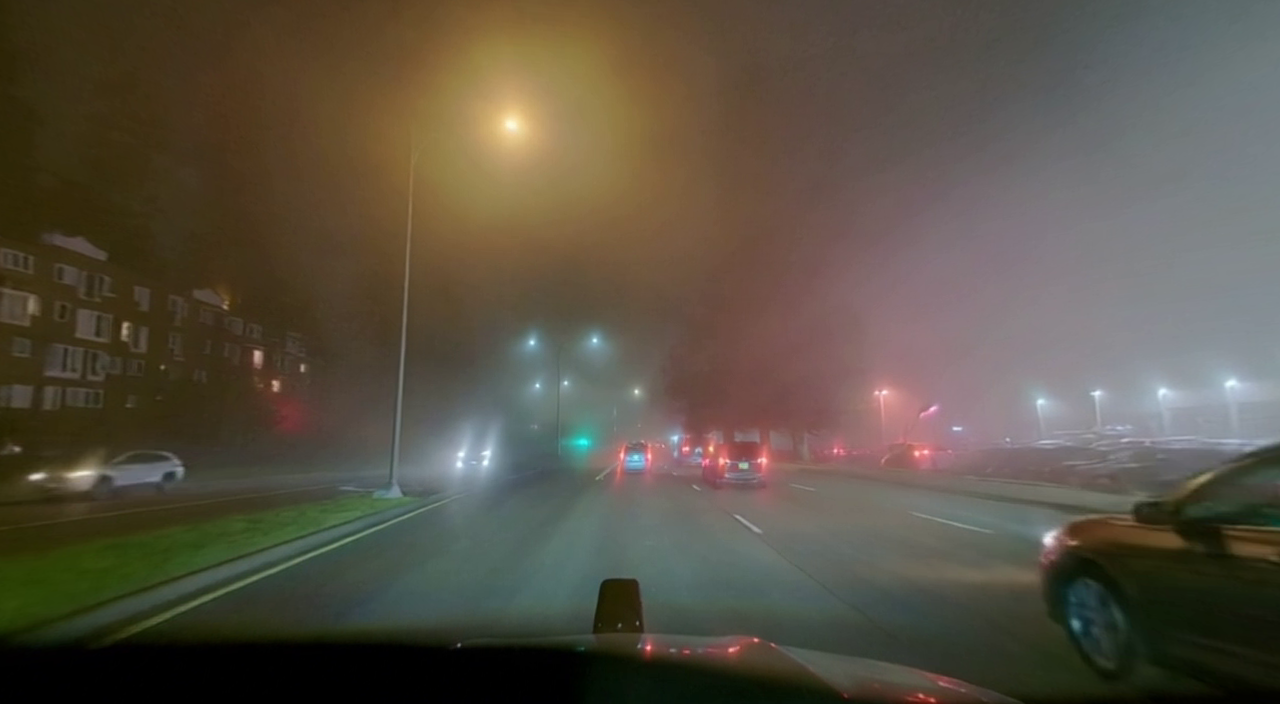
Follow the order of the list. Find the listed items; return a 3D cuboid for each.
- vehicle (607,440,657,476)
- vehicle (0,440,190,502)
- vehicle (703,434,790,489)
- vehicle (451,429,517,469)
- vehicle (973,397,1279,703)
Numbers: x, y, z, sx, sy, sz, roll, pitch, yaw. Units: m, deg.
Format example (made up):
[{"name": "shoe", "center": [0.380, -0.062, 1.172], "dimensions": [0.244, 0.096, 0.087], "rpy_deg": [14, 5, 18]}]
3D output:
[{"name": "vehicle", "center": [-0.390, 4.751, 28.559], "dimensions": [2.095, 1.456, 3.873], "rpy_deg": [0, -8, -1]}, {"name": "vehicle", "center": [-16.159, 3.507, 19.097], "dimensions": [1.920, 1.635, 4.261], "rpy_deg": [0, -8, 0]}, {"name": "vehicle", "center": [3.437, 3.628, 21.293], "dimensions": [2.041, 1.611, 4.426], "rpy_deg": [0, -8, -1]}, {"name": "vehicle", "center": [-8.776, 5.543, 36.230], "dimensions": [2.285, 2.106, 5.836], "rpy_deg": [0, -8, 0]}, {"name": "vehicle", "center": [3.531, 0.923, 2.390], "dimensions": [1.953, 1.514, 4.672], "rpy_deg": [0, -8, 0]}]
